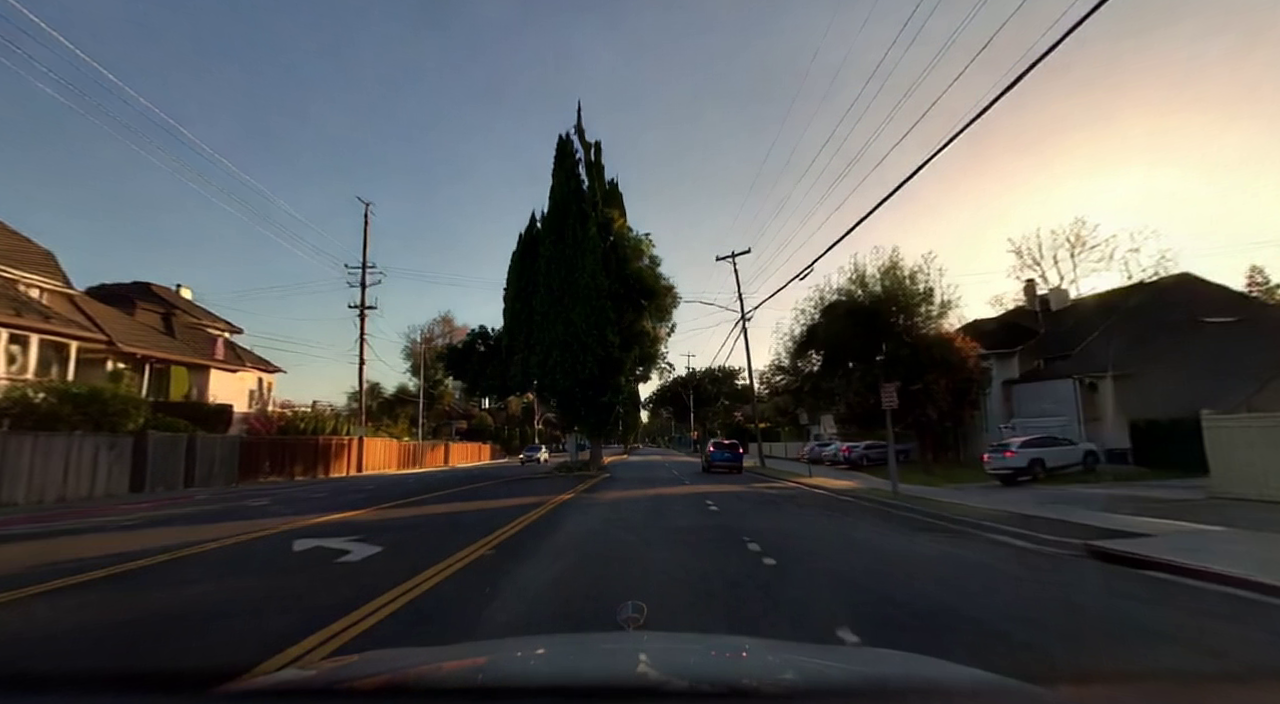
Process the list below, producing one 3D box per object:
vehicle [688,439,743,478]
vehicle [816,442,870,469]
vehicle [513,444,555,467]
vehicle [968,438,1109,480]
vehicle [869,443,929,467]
[{"bbox_3d":[3.765,5.426,32.361,2.144,1.843,4.827,0,-9,-1],"label":"vehicle"},{"bbox_3d":[12.455,6.384,38.987,1.970,1.561,4.725,-1,-9,3],"label":"vehicle"},{"bbox_3d":[-8.009,7.822,47.887,2.179,1.613,4.516,-1,-9,3],"label":"vehicle"},{"bbox_3d":[15.418,4.138,24.595,4.135,1.558,1.929,0,-8,3],"label":"vehicle"},{"bbox_3d":[16.153,6.413,39.501,1.747,1.405,4.372,0,-9,-2],"label":"vehicle"}]
